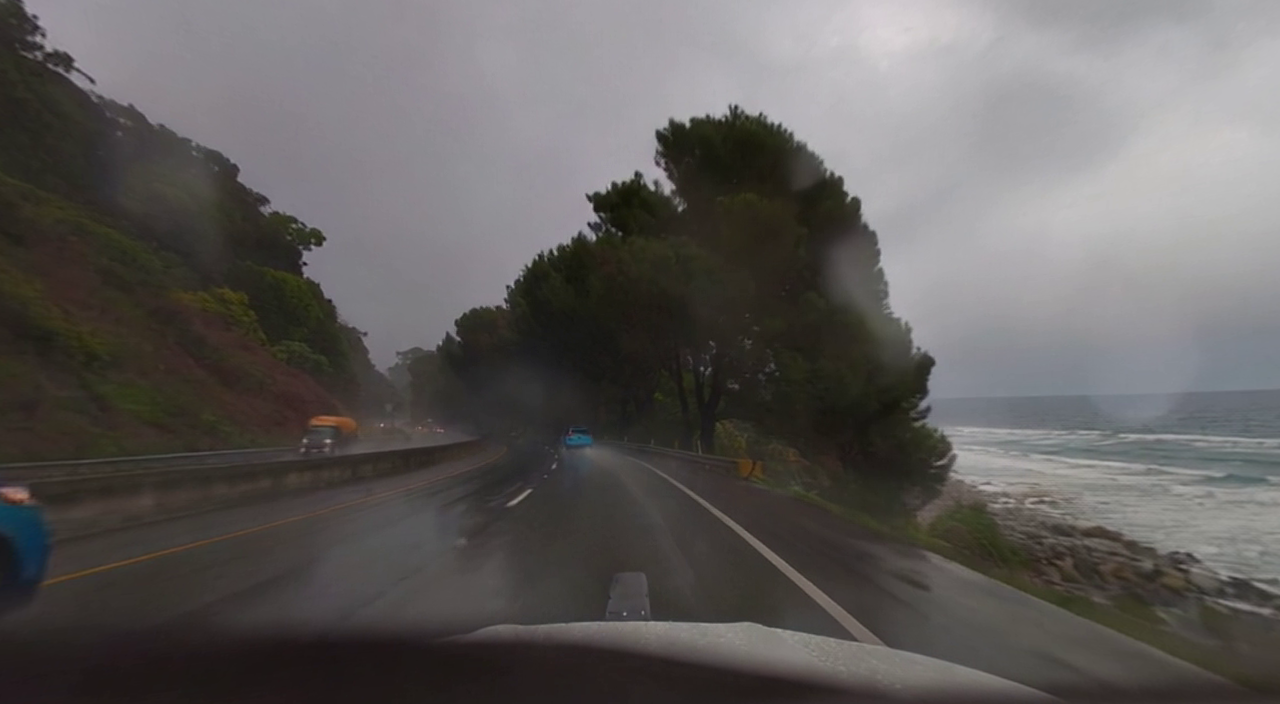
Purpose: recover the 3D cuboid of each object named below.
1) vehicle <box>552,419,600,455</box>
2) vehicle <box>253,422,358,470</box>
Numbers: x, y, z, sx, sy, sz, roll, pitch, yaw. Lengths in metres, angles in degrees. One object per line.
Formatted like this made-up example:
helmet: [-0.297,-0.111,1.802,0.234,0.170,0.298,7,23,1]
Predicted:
vehicle: [-4.286,5.610,41.303,2.632,2.162,5.529,1,-9,-11]
vehicle: [-17.040,4.834,32.609,2.661,2.208,6.199,1,-8,-7]
